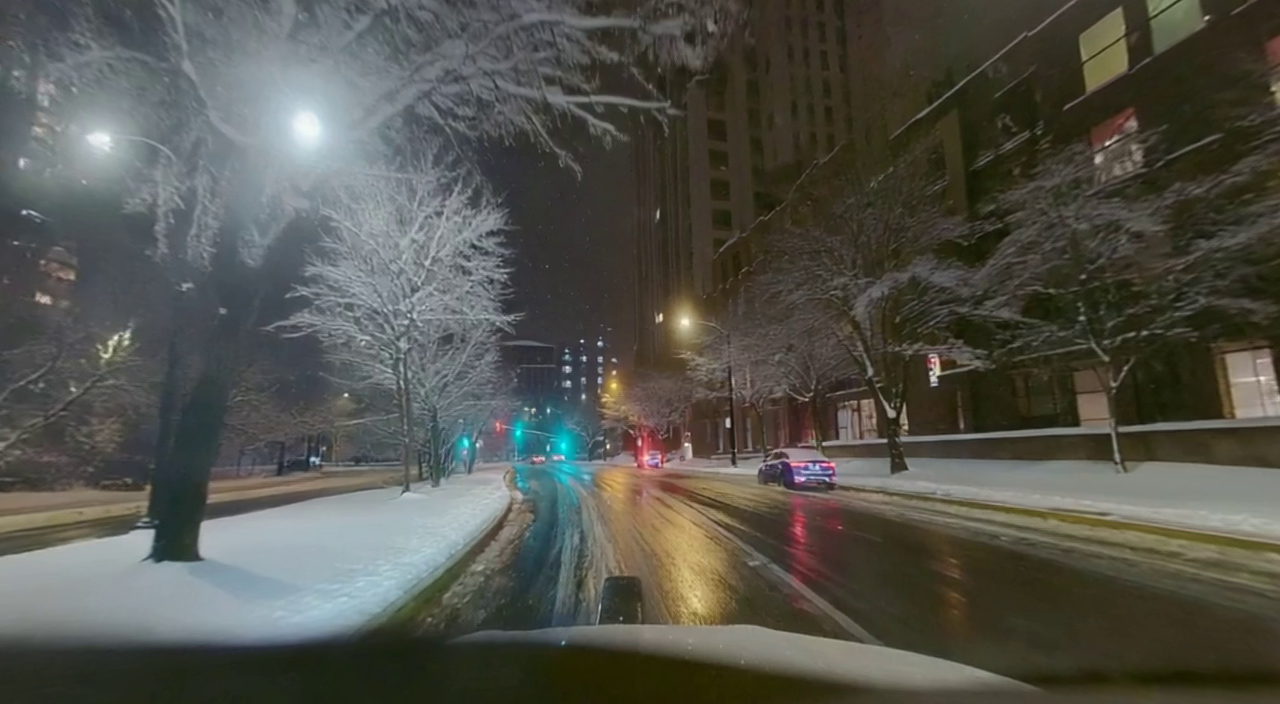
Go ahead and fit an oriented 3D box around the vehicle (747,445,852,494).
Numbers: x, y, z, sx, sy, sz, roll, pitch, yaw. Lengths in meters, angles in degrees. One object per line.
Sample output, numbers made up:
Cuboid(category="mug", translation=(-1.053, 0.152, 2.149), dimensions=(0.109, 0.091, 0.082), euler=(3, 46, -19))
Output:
Cuboid(category="vehicle", translation=(5.392, 4.021, 22.200), dimensions=(1.984, 1.479, 5.102), euler=(1, -8, -5))
